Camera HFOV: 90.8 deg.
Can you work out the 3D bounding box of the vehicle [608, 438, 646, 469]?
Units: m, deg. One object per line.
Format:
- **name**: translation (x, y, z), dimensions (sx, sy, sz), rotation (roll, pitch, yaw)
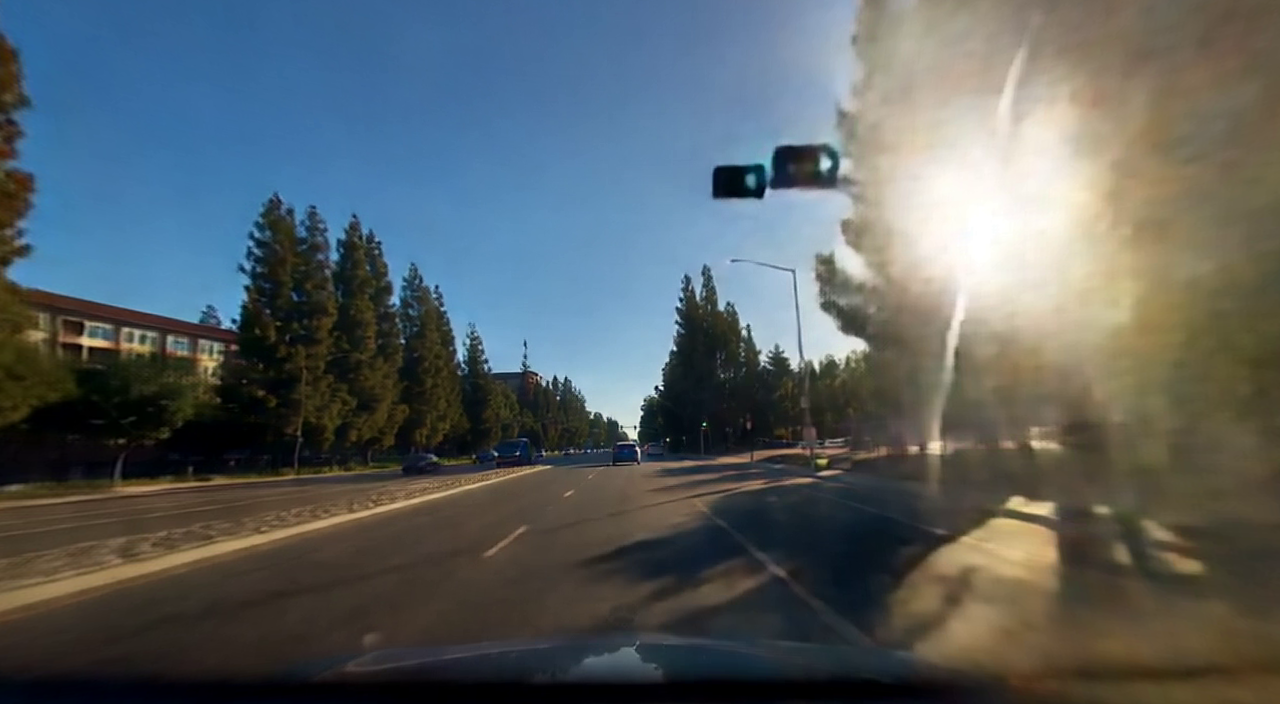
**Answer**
- **vehicle**: translation (-0.741, 6.081, 37.901), dimensions (2.174, 1.703, 4.231), rotation (0, -9, 0)
